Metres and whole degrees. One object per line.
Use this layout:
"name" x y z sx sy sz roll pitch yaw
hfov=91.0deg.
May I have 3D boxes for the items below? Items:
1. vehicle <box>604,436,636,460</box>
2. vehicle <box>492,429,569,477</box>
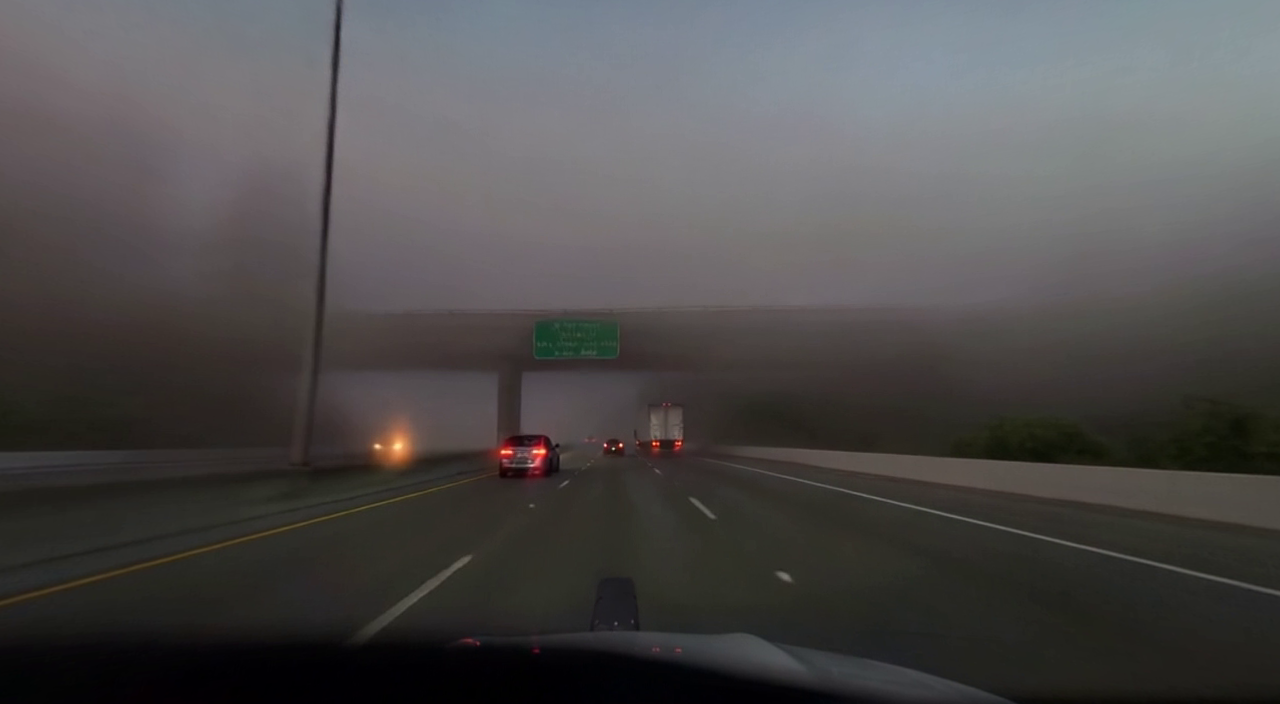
"vehicle" -1.446 6.762 44.469 2.125 1.542 3.816 0 -8 -3
"vehicle" -4.318 4.098 25.747 2.377 1.747 4.703 0 -8 -1
